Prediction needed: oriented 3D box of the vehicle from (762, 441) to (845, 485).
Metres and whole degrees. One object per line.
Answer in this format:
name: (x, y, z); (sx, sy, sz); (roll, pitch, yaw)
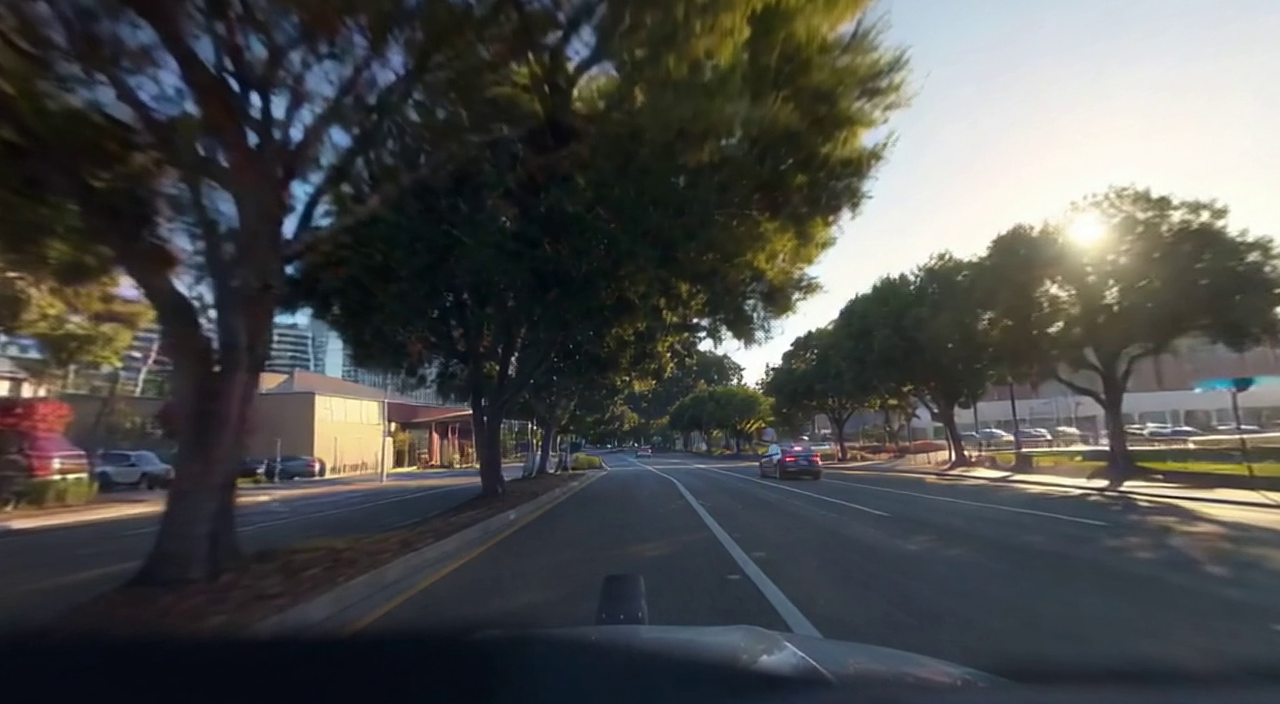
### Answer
vehicle: (6.549, 4.481, 25.788); (2.181, 1.639, 4.127); (0, -9, -1)

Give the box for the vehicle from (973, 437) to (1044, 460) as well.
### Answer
vehicle: (24.222, 6.337, 41.578); (3.603, 1.474, 1.634); (0, -9, -2)

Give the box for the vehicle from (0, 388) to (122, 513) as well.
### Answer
vehicle: (-21.405, 3.031, 19.390); (8.324, 3.550, 2.670); (0, -9, -2)

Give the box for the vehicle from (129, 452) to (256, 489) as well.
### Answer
vehicle: (-20.960, 5.559, 29.718); (4.519, 1.614, 1.898); (-1, -9, 2)
